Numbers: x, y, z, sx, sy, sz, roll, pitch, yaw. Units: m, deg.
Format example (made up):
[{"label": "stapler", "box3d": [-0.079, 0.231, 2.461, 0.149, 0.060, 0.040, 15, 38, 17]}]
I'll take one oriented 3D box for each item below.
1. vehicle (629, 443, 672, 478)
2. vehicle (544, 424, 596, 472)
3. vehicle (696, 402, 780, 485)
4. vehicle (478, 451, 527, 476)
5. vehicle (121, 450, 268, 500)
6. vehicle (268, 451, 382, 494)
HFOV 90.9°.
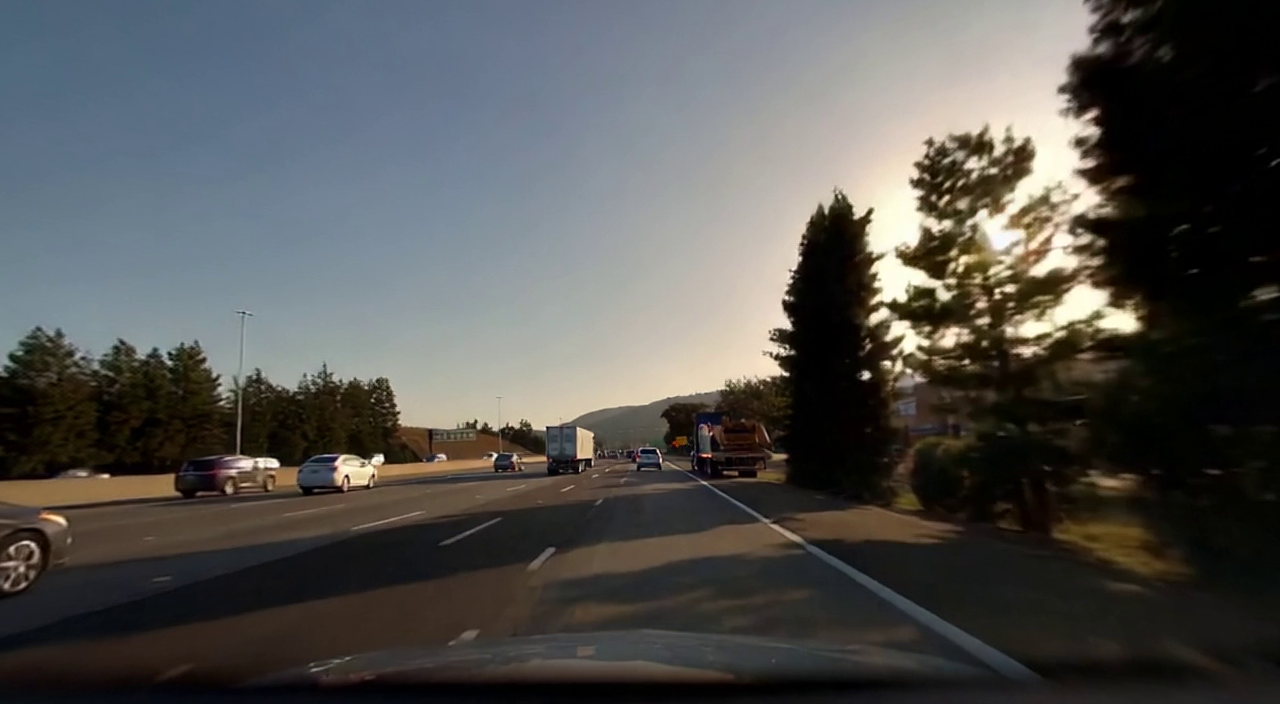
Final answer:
[{"label": "vehicle", "box3d": [0.599, 6.113, 35.832, 2.227, 1.794, 4.646, 0, -8, 1]}, {"label": "vehicle", "box3d": [-5.324, 7.502, 49.589, 2.796, 3.426, 8.553, 0, -8, 2]}, {"label": "vehicle", "box3d": [5.202, 5.292, 36.088, 2.801, 3.732, 11.836, -4, -9, 0]}, {"label": "vehicle", "box3d": [-8.810, 7.157, 40.855, 1.929, 1.477, 4.746, -1, -8, 3]}, {"label": "vehicle", "box3d": [-16.150, 4.455, 23.245, 1.885, 1.591, 4.599, -1, -8, 3]}, {"label": "vehicle", "box3d": [-12.382, 4.752, 25.221, 1.928, 1.480, 4.823, -1, -8, 3]}]
